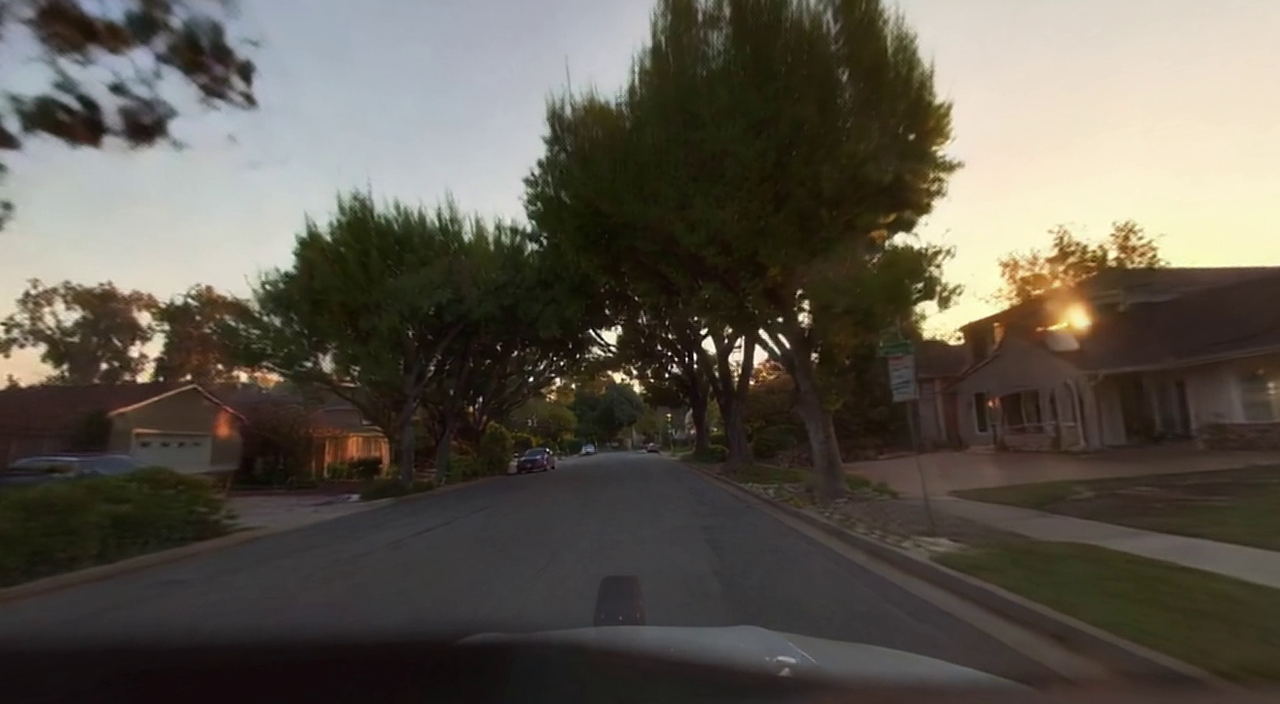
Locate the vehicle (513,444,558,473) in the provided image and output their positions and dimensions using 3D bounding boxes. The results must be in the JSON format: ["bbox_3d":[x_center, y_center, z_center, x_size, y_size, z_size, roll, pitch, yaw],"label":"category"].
[{"bbox_3d":[-6.624,6.795,40.640,2.078,1.745,5.119,0,-9,-1],"label":"vehicle"}]
